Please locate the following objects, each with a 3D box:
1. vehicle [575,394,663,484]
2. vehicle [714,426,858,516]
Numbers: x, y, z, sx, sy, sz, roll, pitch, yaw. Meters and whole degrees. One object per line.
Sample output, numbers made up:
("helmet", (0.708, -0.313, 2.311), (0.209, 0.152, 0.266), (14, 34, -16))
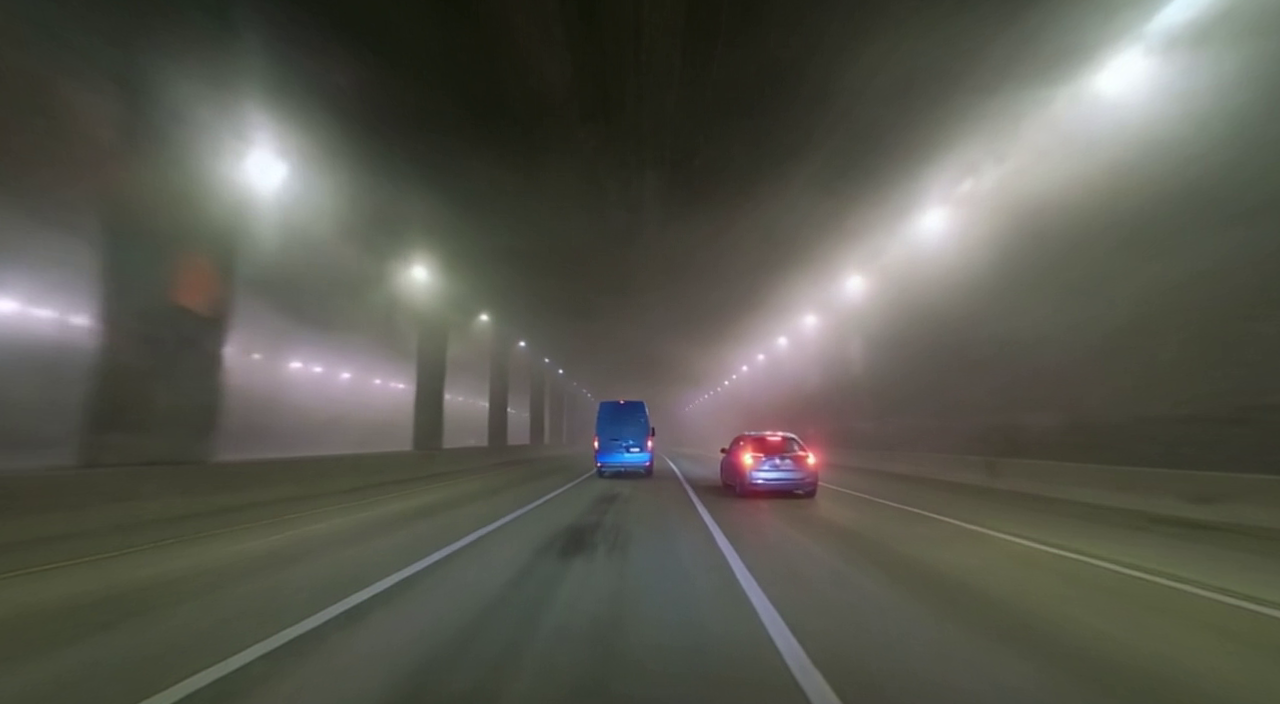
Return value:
("vehicle", (-0.491, 2.768, 20.038), (2.404, 2.459, 5.229), (-1, -8, 2))
("vehicle", (2.779, 2.353, 13.019), (2.095, 1.553, 4.069), (-1, -8, 2))
